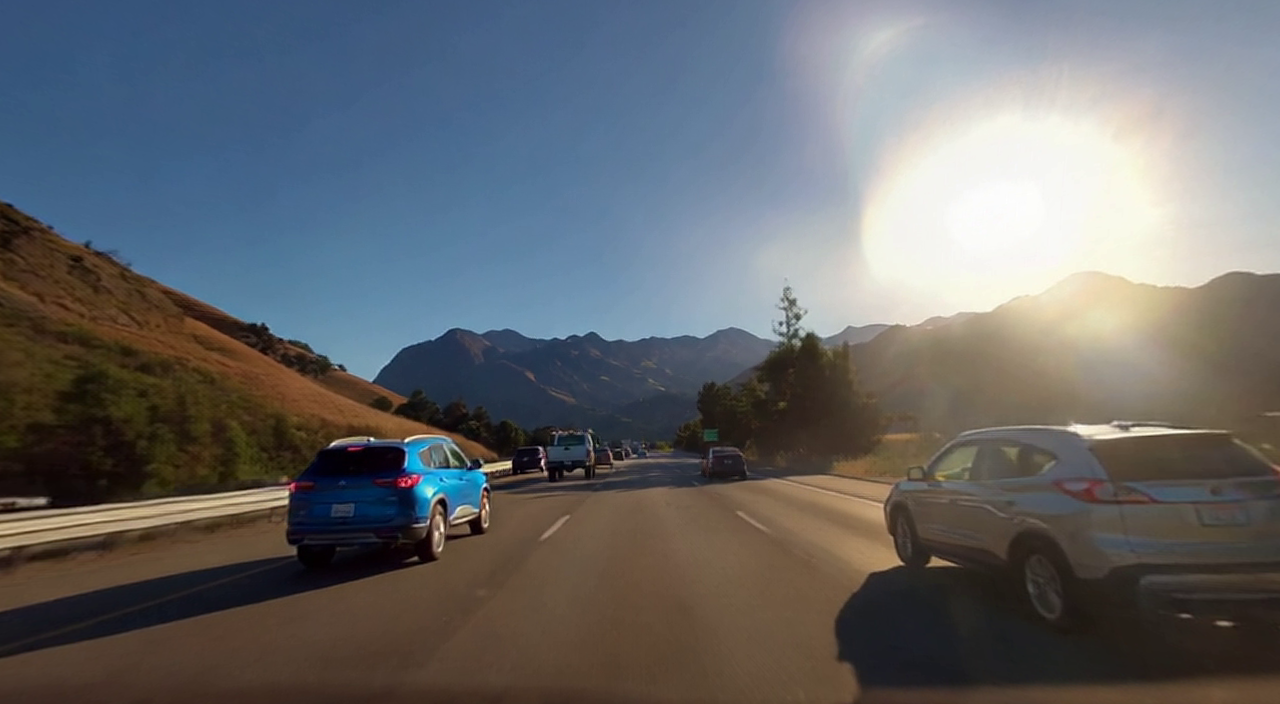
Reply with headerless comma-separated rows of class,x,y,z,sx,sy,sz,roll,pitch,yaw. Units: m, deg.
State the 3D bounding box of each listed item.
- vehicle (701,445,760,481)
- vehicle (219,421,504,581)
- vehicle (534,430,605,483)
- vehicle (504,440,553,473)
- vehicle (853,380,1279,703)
vehicle,4.195,5.203,29.935,2.071,1.570,4.637,0,-8,0
vehicle,-3.488,1.937,9.003,2.080,1.716,4.207,0,-8,1
vehicle,-3.016,4.671,28.545,2.494,2.136,5.539,0,-8,1
vehicle,-6.914,6.571,39.702,2.149,1.922,4.976,0,-8,0
vehicle,3.697,1.327,5.480,2.066,1.696,4.604,0,-8,0
